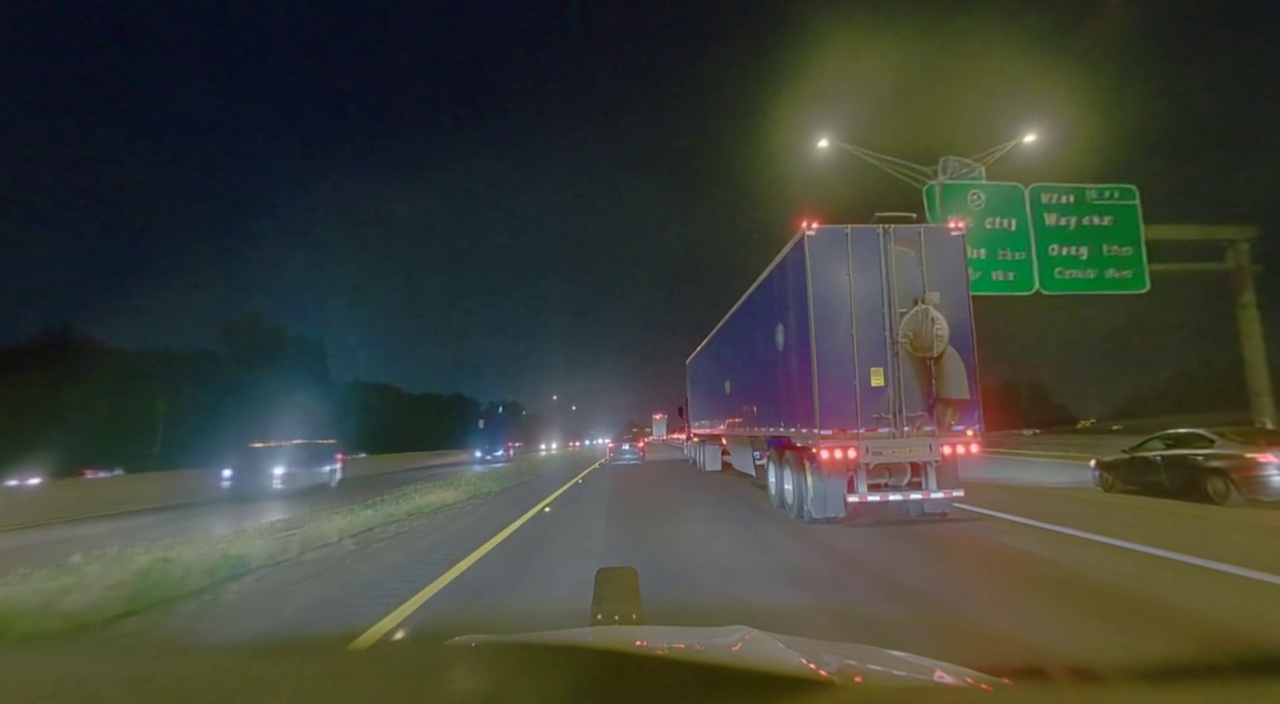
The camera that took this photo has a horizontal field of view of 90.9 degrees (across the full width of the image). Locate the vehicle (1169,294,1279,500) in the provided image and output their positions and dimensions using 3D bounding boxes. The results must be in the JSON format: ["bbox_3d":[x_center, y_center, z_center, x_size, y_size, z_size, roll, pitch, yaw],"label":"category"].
[{"bbox_3d":[14.529,0.550,10.093,2.878,4.124,10.050,0,-8,-3],"label":"vehicle"}]

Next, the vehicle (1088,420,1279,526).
[{"bbox_3d":[9.840,1.925,10.521,1.739,1.471,3.889,0,-8,-2],"label":"vehicle"}]

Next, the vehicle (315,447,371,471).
[{"bbox_3d":[-20.315,7.335,43.284,1.880,1.476,4.282,0,-8,-2],"label":"vehicle"}]

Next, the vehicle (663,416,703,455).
[{"bbox_3d":[3.182,6.304,47.741,2.475,2.782,4.986,0,-8,-3],"label":"vehicle"}]

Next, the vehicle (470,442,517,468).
[{"bbox_3d":[-9.254,6.529,40.250,1.894,1.483,4.624,0,-8,0],"label":"vehicle"}]

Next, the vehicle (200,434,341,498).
[{"bbox_3d":[-12.562,3.858,21.888,2.065,1.948,4.720,0,-8,-1],"label":"vehicle"}]

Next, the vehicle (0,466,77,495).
[{"bbox_3d":[-38.723,8.111,39.953,1.846,1.553,4.238,-7,-11,42],"label":"vehicle"}]

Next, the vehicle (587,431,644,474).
[{"bbox_3d":[-0.896,3.825,24.321,2.000,1.510,3.518,0,-8,-1],"label":"vehicle"}]

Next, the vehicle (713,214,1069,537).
[{"bbox_3d":[3.508,0.850,12.221,2.826,3.905,9.262,0,-8,-1],"label":"vehicle"}]
